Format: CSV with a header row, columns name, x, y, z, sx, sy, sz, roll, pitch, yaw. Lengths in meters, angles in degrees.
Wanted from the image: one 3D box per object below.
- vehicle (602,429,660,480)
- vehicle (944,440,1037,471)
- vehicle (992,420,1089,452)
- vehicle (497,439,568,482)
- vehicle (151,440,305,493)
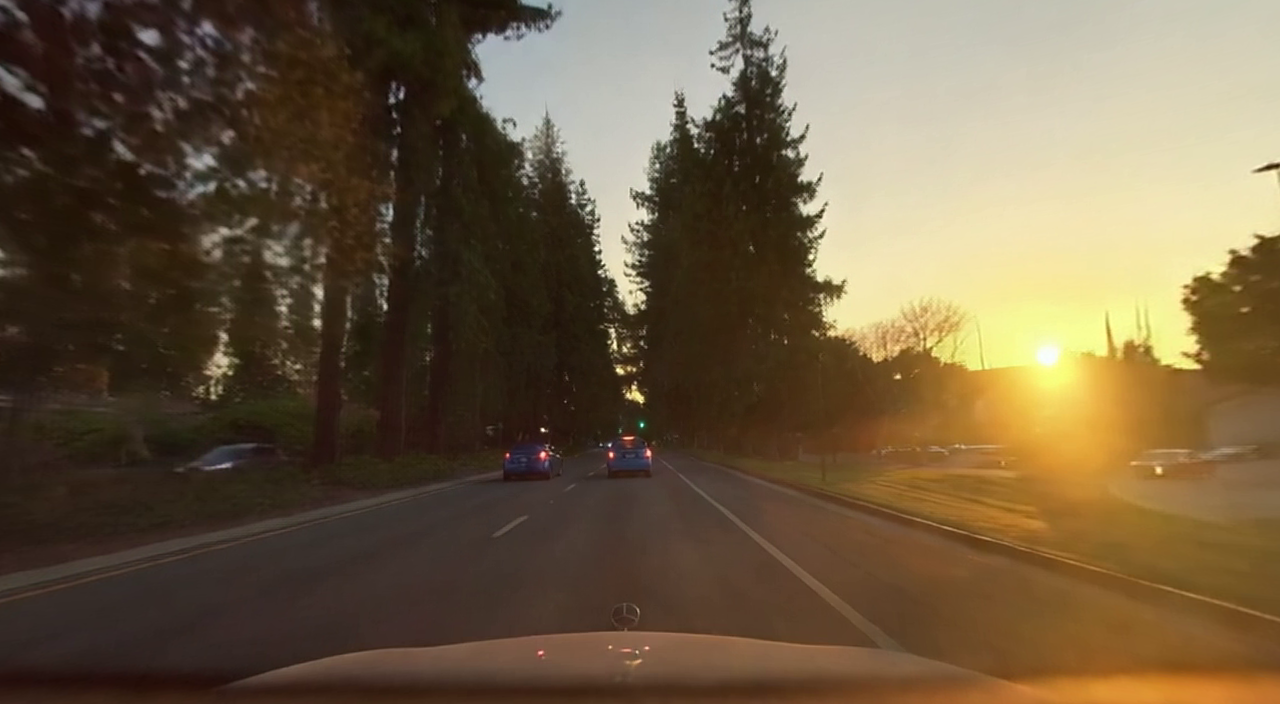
name,x,y,z,sx,sy,sz,roll,pitch,yaw
vehicle,-0.348,3.848,23.923,2.018,1.769,3.897,0,-8,-1
vehicle,20.875,6.174,37.775,4.387,1.752,1.903,0,-8,-3
vehicle,19.994,4.214,31.648,3.567,1.521,1.879,0,-8,-5
vehicle,-3.961,4.075,24.020,1.917,1.448,4.178,0,-8,1
vehicle,-16.422,4.566,25.736,2.306,1.890,5.822,0,-8,0
